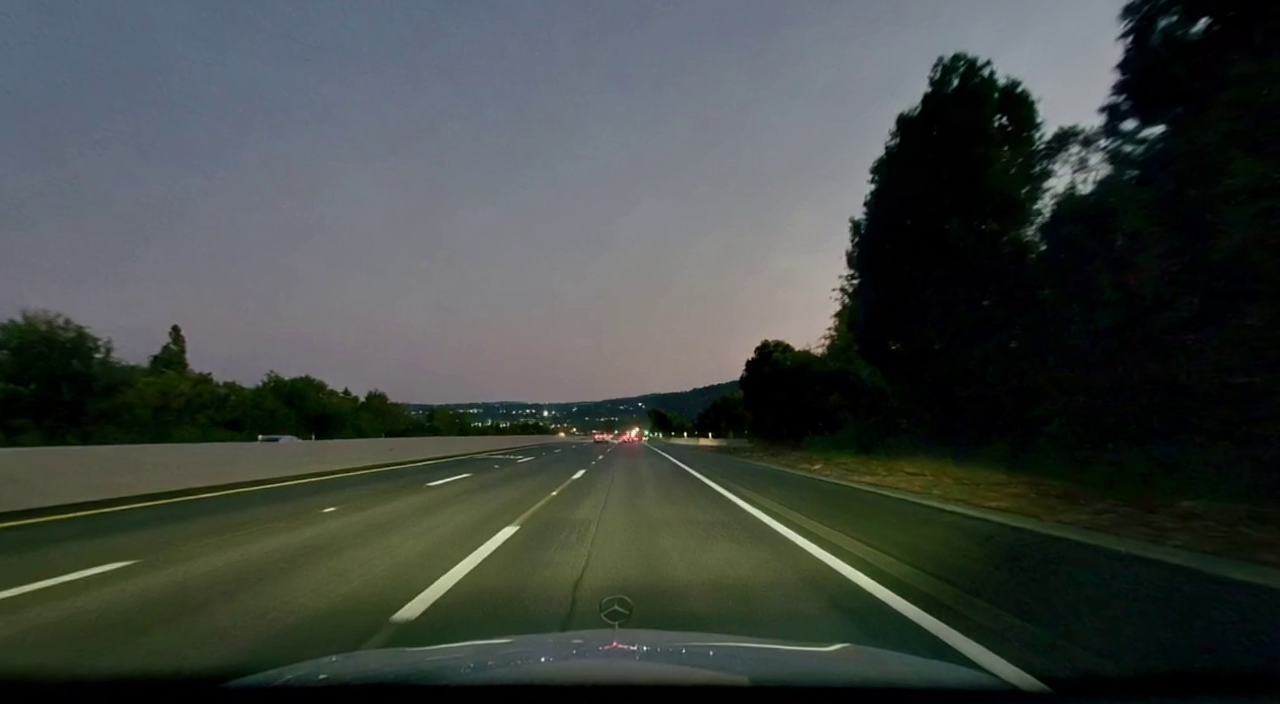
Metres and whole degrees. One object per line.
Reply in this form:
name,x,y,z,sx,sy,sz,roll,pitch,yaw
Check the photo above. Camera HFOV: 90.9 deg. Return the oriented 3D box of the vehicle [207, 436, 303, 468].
vehicle,-19.169,4.957,31.647,2.056,1.492,4.392,0,-8,-1
